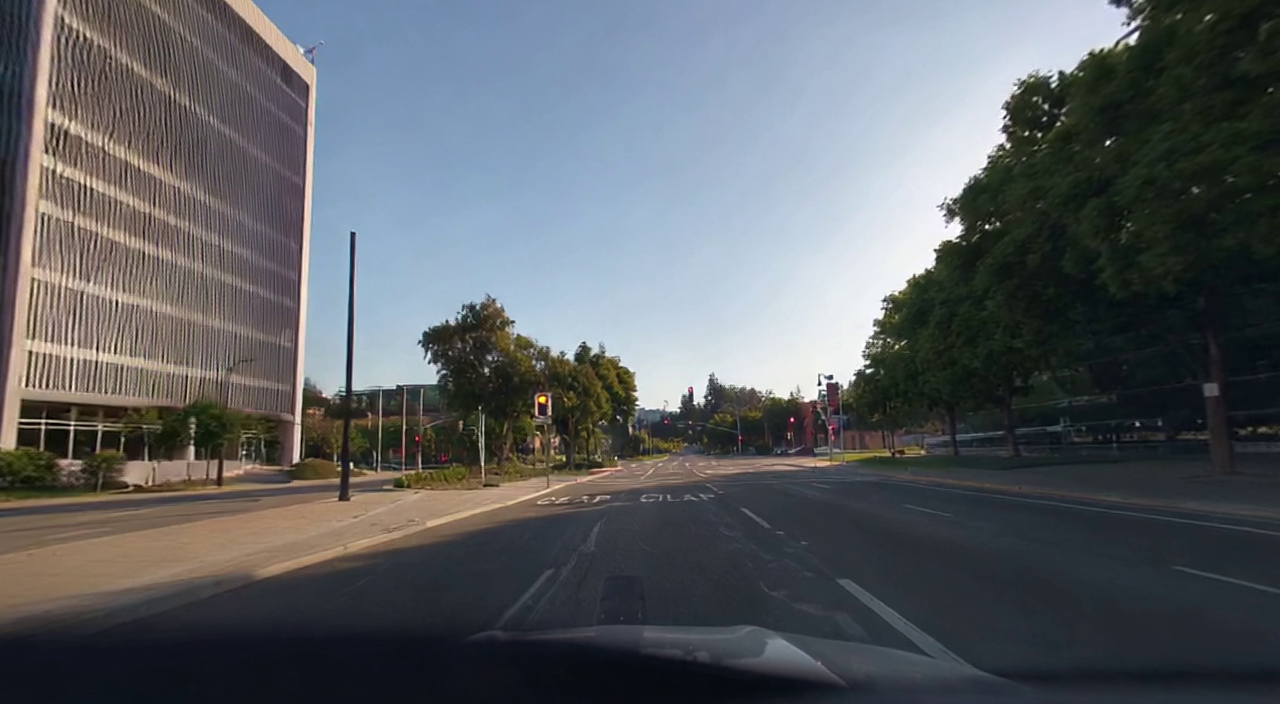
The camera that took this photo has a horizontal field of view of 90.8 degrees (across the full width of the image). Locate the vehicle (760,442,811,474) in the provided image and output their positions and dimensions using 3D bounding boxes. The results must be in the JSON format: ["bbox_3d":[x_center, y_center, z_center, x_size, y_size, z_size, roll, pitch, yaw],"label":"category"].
[{"bbox_3d":[9.019,6.604,39.571,2.156,1.881,4.743,0,-9,1],"label":"vehicle"}]
